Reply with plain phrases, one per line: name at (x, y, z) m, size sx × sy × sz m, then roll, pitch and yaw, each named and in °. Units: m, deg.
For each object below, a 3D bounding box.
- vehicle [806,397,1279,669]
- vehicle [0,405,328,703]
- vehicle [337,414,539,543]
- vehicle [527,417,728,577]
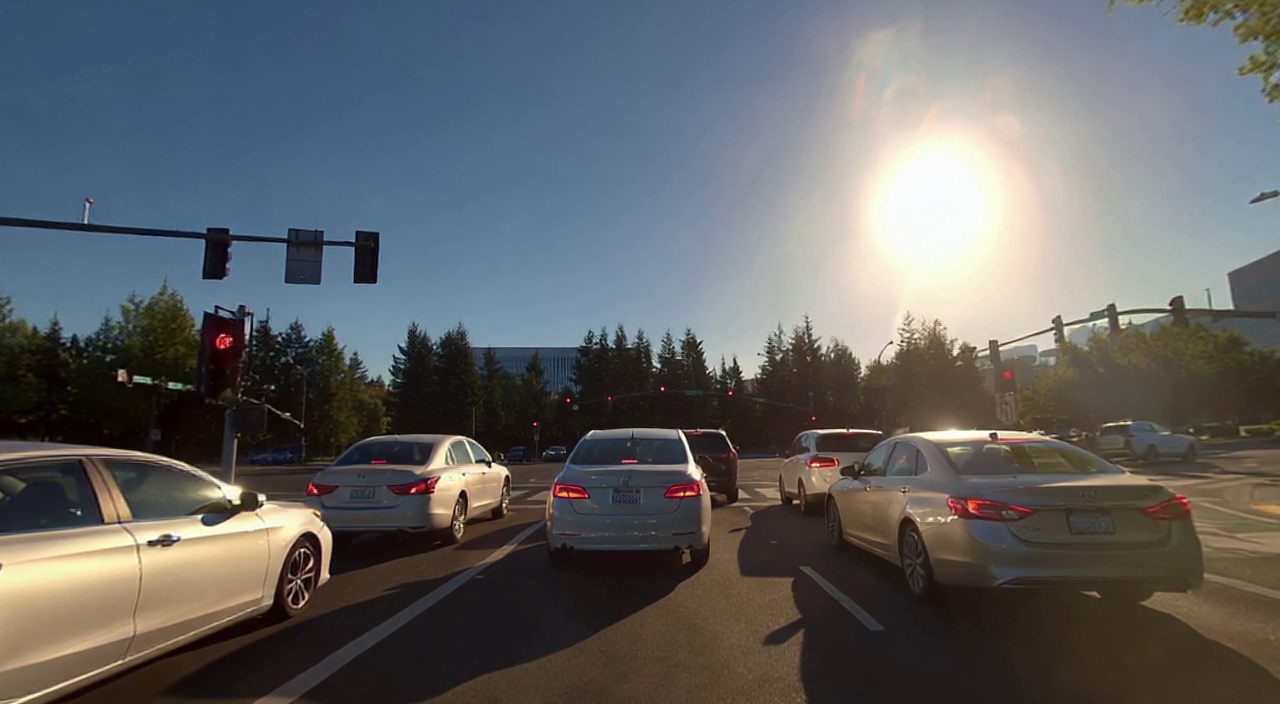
vehicle at (3.228, 1.443, 6.192) m, size 2.006 × 1.659 × 4.462 m, roll 0°, pitch -8°, yaw 1°
vehicle at (-3.343, 0.953, 2.373) m, size 1.863 × 1.495 × 4.667 m, roll 0°, pitch -8°, yaw 1°
vehicle at (-3.211, 2.119, 11.184) m, size 2.048 × 1.805 × 4.405 m, roll 0°, pitch -8°, yaw 1°
vehicle at (-0.096, 1.802, 8.561) m, size 2.106 × 1.655 × 3.717 m, roll 0°, pitch -8°, yaw 1°
